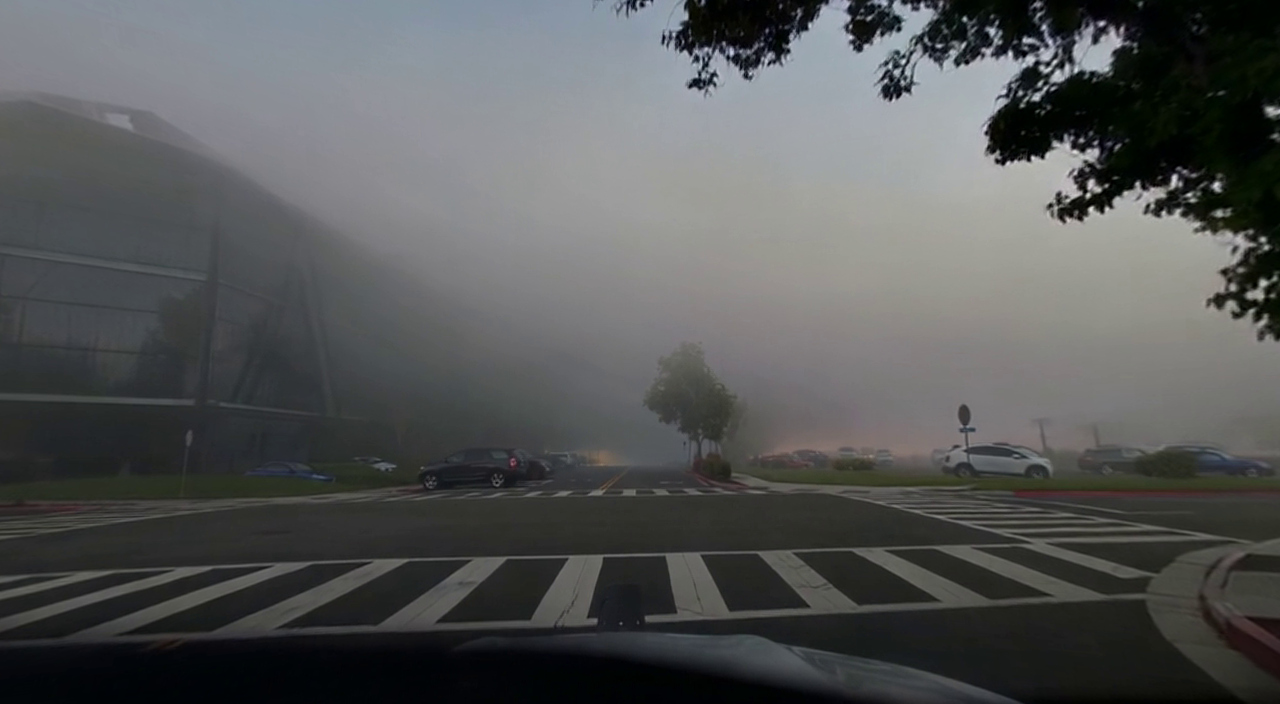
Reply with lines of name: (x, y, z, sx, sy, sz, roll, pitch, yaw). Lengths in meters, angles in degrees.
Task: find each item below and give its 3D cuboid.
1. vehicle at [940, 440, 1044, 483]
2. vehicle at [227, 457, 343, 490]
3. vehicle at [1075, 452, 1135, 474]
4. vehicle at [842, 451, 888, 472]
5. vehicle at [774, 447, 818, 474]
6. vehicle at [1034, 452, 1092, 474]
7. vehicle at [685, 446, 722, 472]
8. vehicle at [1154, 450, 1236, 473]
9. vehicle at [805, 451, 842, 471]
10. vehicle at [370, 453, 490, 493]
vehicle: (16.480, 5.128, 29.932, 2.048, 1.852, 4.998, 0, -8, 0)
vehicle: (-16.609, 5.697, 29.722, 4.331, 1.437, 1.876, 0, -9, 3)
vehicle: (31.294, 7.477, 42.624, 1.519, 1.371, 3.278, 0, -8, 0)
vehicle: (17.119, 8.354, 48.311, 1.971, 1.478, 4.477, 0, -8, 1)
vehicle: (10.542, 7.345, 43.036, 1.936, 1.673, 4.305, 0, -8, 1)
vehicle: (28.324, 7.423, 42.402, 1.495, 1.371, 3.336, -1, -10, 0)
vehicle: (4.591, 7.856, 46.604, 2.262, 1.794, 5.331, 0, -8, 1)
vehicle: (36.993, 7.307, 42.228, 1.678, 1.423, 4.191, -1, -9, 1)
vehicle: (14.161, 8.427, 48.987, 1.935, 1.477, 3.719, 0, -8, 3)
vehicle: (-8.699, 4.964, 26.267, 4.442, 1.504, 1.809, 5, -10, -28)
